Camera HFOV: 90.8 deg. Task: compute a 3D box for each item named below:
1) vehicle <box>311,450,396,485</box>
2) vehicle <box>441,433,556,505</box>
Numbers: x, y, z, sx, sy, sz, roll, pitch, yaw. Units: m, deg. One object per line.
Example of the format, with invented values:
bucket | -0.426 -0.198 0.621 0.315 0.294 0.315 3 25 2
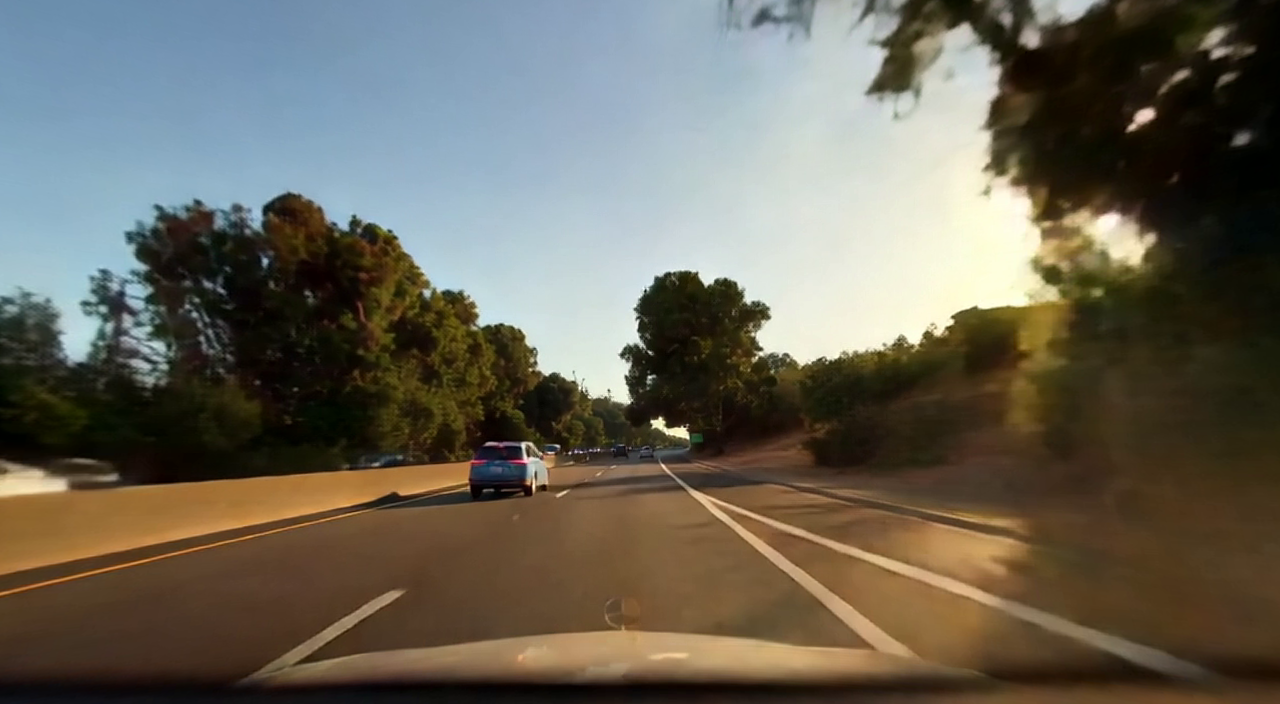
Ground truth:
vehicle | -13.003 5.250 28.976 1.803 1.435 4.433 0 -9 0
vehicle | -3.747 3.184 17.654 2.110 1.727 4.607 0 -9 1
